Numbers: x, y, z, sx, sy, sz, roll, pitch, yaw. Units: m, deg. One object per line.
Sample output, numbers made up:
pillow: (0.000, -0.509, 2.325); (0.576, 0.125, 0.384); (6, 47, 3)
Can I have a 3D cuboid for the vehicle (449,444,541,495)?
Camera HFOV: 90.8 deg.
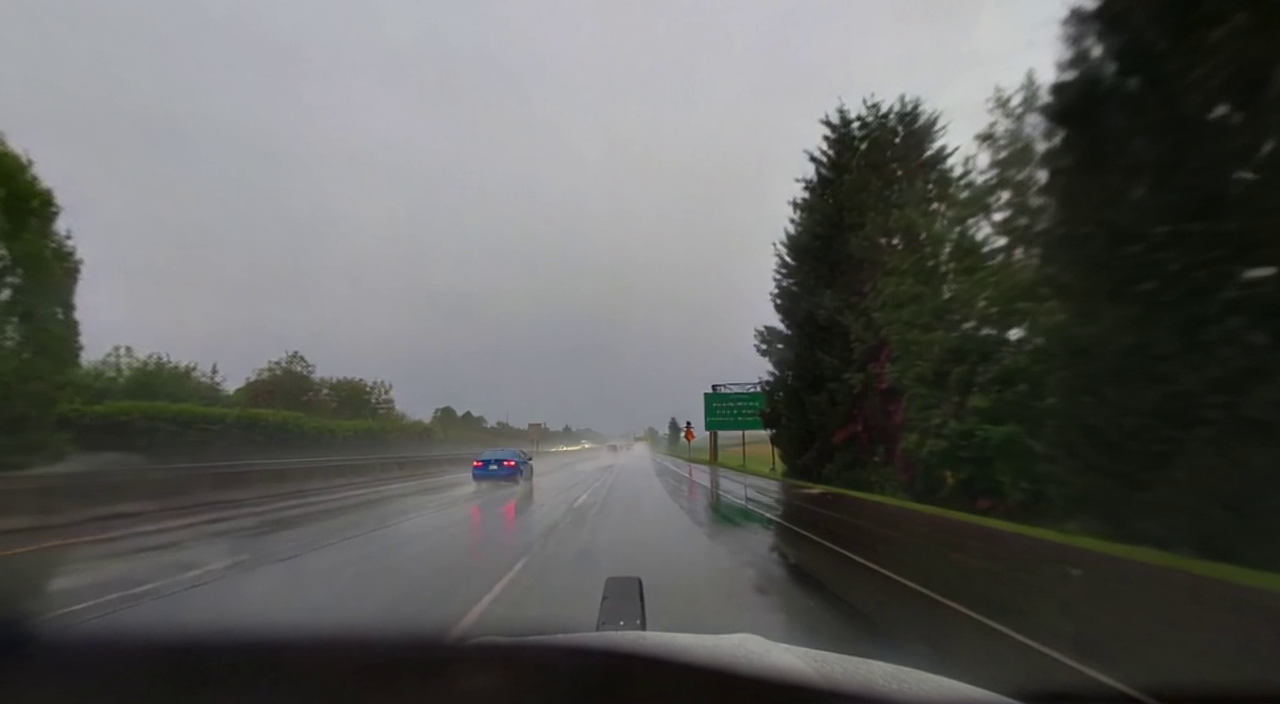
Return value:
vehicle: (-4.714, 3.872, 21.173); (2.121, 1.537, 3.852); (0, -9, 1)
